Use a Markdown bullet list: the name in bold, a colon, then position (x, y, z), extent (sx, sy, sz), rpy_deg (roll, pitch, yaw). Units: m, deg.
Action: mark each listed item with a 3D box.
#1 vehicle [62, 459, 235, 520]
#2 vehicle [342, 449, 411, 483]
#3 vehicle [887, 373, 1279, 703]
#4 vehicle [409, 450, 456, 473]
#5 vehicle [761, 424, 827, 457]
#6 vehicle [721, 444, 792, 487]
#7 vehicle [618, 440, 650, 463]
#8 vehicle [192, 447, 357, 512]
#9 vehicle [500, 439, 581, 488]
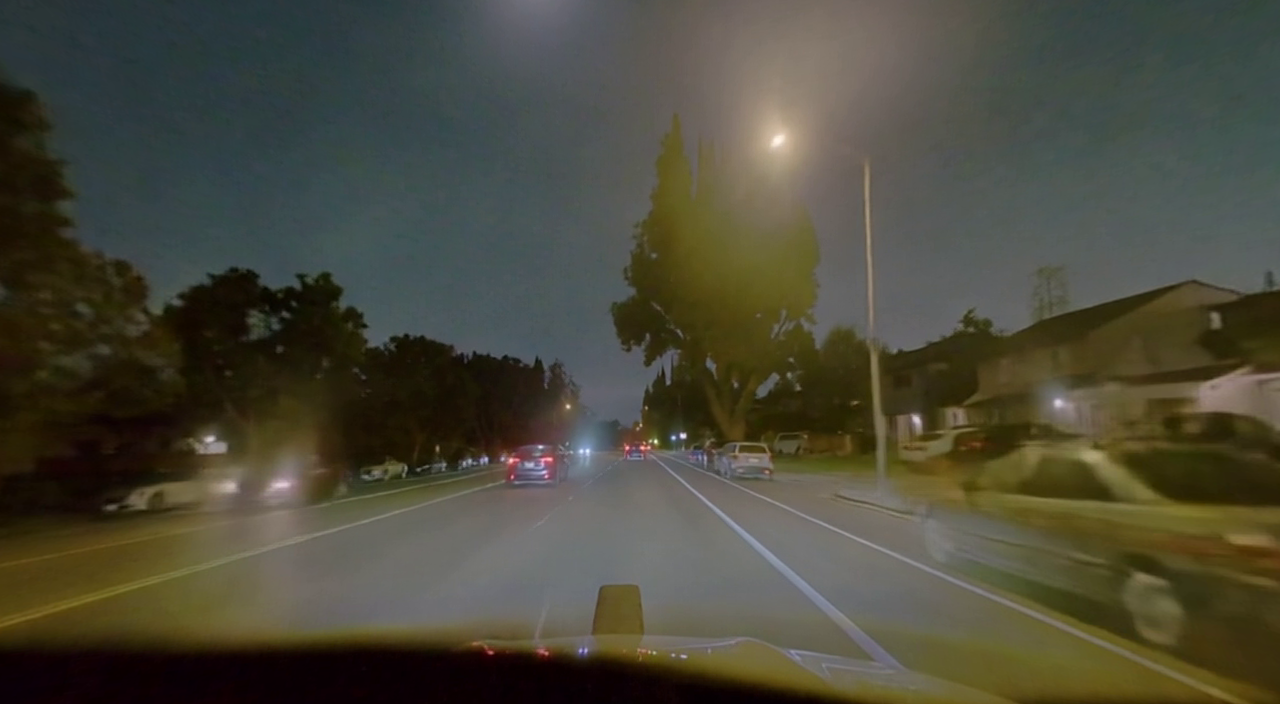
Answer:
- **vehicle**: position (-14.515, 4.041, 19.023), extent (1.847, 1.494, 4.189), rpy_deg (0, -8, -1)
- **vehicle**: position (-14.676, 6.333, 35.497), extent (1.914, 1.747, 4.550), rpy_deg (0, -8, 0)
- **vehicle**: position (4.294, 1.360, 5.717), extent (2.123, 1.797, 4.792), rpy_deg (0, -9, 0)
- **vehicle**: position (-14.602, 7.722, 44.754), extent (1.827, 1.480, 4.738), rpy_deg (0, -8, -1)
- **vehicle**: position (11.524, 6.699, 47.569), extent (4.240, 1.780, 1.921), rpy_deg (-9, -9, 0)
- **vehicle**: position (4.303, 4.247, 23.935), extent (1.890, 1.459, 4.371), rpy_deg (0, -8, 1)
- **vehicle**: position (-0.405, 6.789, 43.277), extent (2.088, 1.495, 4.048), rpy_deg (0, -8, -1)
- **vehicle**: position (-9.702, 3.365, 17.254), extent (1.985, 1.502, 4.253), rpy_deg (0, -8, -1)
- **vehicle**: position (-3.268, 3.764, 21.644), extent (2.027, 1.477, 4.413), rpy_deg (0, -8, 1)
